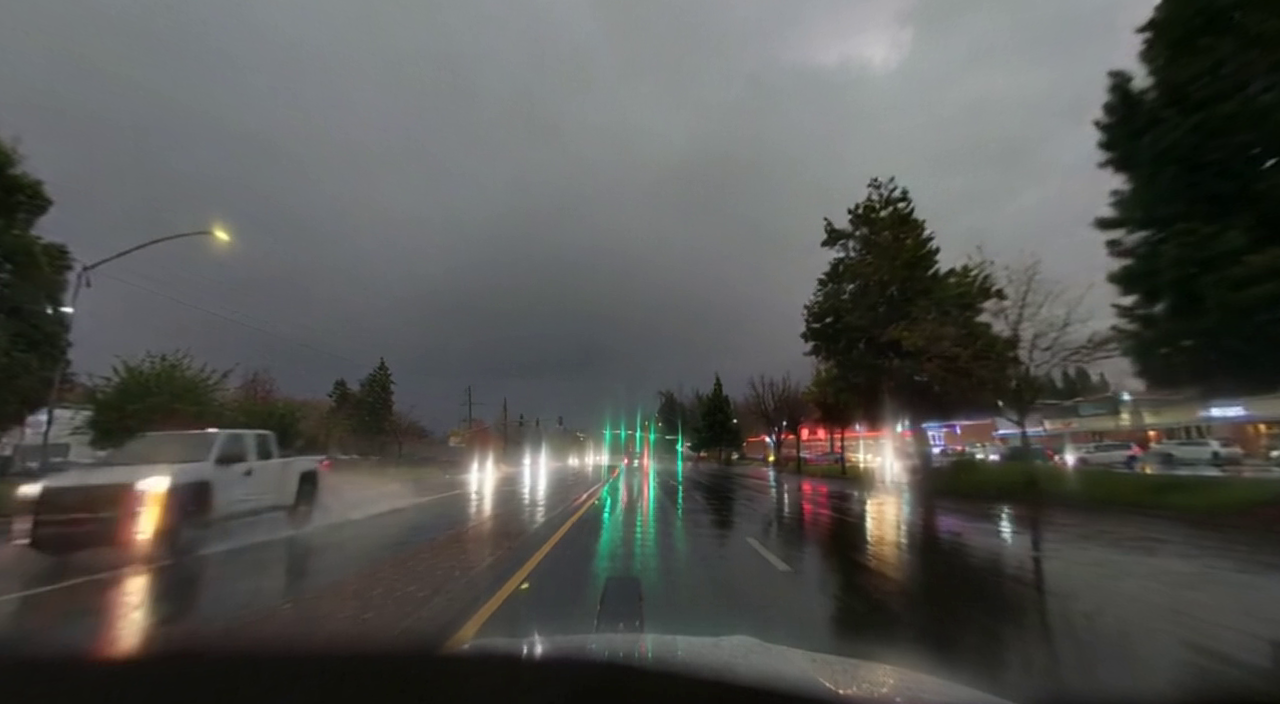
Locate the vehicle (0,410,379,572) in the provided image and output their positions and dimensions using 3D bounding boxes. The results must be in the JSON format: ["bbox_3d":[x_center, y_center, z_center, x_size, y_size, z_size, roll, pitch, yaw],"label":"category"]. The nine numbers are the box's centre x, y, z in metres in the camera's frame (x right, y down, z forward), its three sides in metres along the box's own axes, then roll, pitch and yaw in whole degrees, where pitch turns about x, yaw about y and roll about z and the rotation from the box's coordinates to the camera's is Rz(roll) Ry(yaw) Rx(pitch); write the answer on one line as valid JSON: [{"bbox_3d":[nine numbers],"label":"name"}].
[{"bbox_3d":[-7.756,2.407,12.097,2.575,2.178,6.917,0,-9,0],"label":"vehicle"}]

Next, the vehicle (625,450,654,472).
[{"bbox_3d":[-0.052,8.140,47.292,2.065,1.521,4.306,0,-9,-1],"label":"vehicle"}]

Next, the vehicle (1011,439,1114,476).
[{"bbox_3d":[20.987,5.208,31.362,4.558,1.657,2.149,4,-10,-27],"label":"vehicle"}]

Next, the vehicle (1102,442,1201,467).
[{"bbox_3d":[32.215,6.480,39.895,4.458,1.529,1.937,0,-9,1],"label":"vehicle"}]

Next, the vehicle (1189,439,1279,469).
[{"bbox_3d":[33.464,5.632,34.973,4.324,1.592,1.877,0,-9,-2],"label":"vehicle"}]
